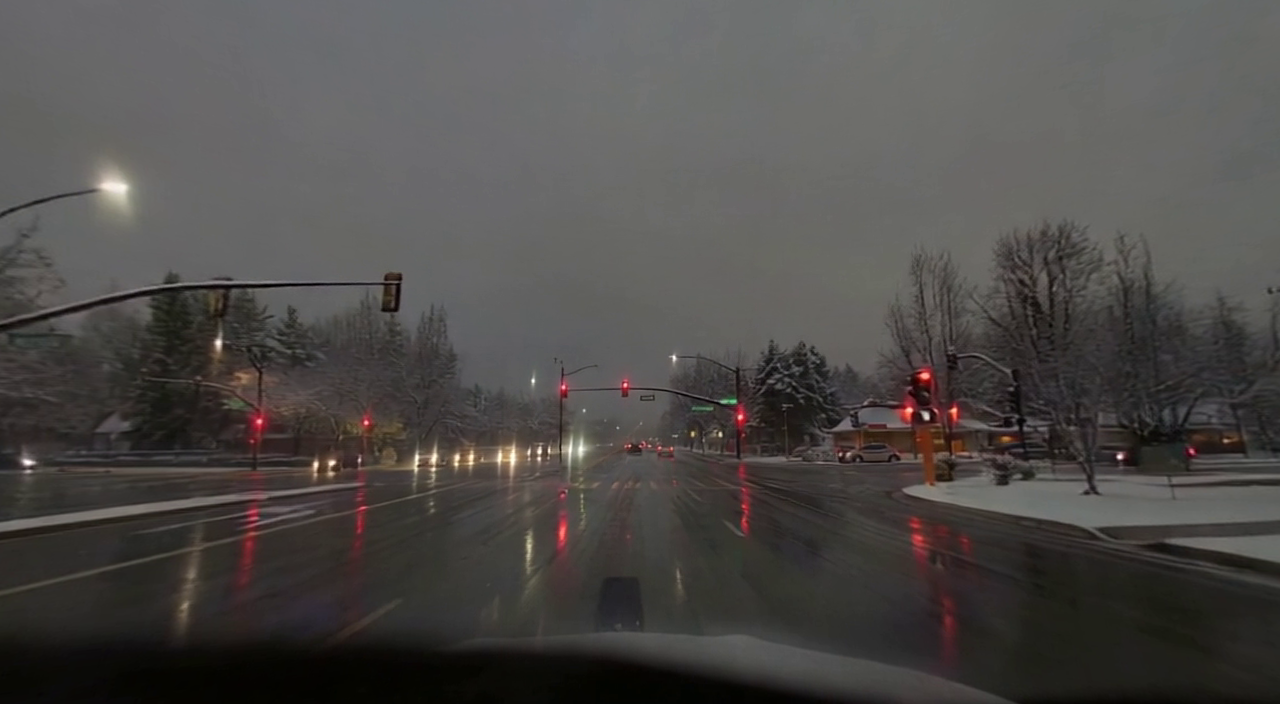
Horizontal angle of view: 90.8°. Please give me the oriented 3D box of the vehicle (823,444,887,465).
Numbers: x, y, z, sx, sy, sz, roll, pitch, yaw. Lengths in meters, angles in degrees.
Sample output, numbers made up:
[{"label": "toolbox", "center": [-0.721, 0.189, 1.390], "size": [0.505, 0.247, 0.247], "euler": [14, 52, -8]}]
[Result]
[{"label": "vehicle", "center": [16.439, 7.838, 48.393], "size": [4.301, 1.533, 1.848], "euler": [-1, -9, 8]}]

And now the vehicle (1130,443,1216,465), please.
[{"label": "vehicle", "center": [39.875, 7.612, 47.339], "size": [4.600, 1.609, 2.008], "euler": [0, -9, 0]}]

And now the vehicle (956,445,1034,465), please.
[{"label": "vehicle", "center": [26.534, 7.696, 47.371], "size": [4.634, 1.468, 1.981], "euler": [0, -9, 0]}]

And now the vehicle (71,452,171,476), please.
[{"label": "vehicle", "center": [-33.354, 7.223, 40.695], "size": [4.758, 1.462, 1.932], "euler": [0, -9, 2]}]
